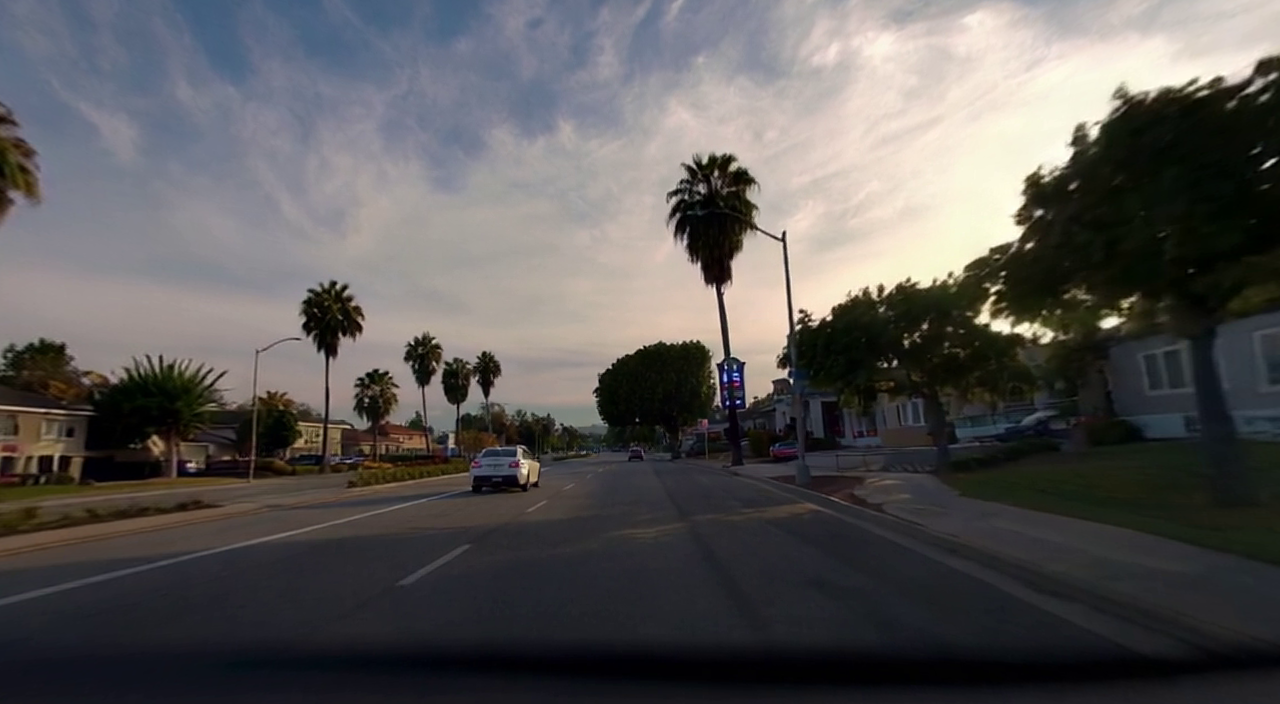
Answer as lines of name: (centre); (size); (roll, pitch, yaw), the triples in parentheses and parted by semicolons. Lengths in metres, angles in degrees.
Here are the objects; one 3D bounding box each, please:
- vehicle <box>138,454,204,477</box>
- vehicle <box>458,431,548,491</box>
vehicle: (-34.856, 8.445, 46.903); (1.867, 1.568, 4.132); (1, -8, -3)
vehicle: (-4.557, 3.704, 21.723); (2.136, 1.844, 4.363); (0, -8, -1)
